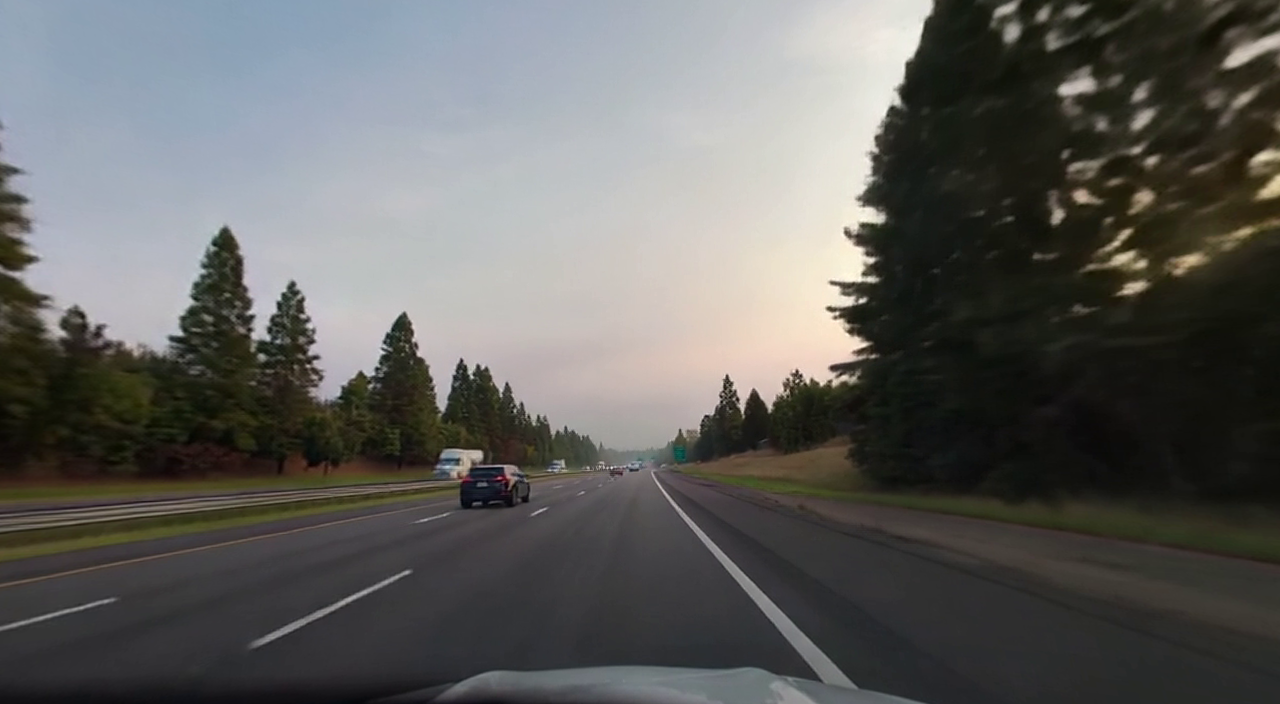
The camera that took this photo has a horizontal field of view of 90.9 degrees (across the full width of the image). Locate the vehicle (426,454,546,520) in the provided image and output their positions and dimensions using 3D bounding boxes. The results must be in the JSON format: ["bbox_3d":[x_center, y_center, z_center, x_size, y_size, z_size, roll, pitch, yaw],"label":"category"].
[{"bbox_3d":[-3.936,3.568,17.007,2.043,1.486,4.442,0,-10,1],"label":"vehicle"}]
